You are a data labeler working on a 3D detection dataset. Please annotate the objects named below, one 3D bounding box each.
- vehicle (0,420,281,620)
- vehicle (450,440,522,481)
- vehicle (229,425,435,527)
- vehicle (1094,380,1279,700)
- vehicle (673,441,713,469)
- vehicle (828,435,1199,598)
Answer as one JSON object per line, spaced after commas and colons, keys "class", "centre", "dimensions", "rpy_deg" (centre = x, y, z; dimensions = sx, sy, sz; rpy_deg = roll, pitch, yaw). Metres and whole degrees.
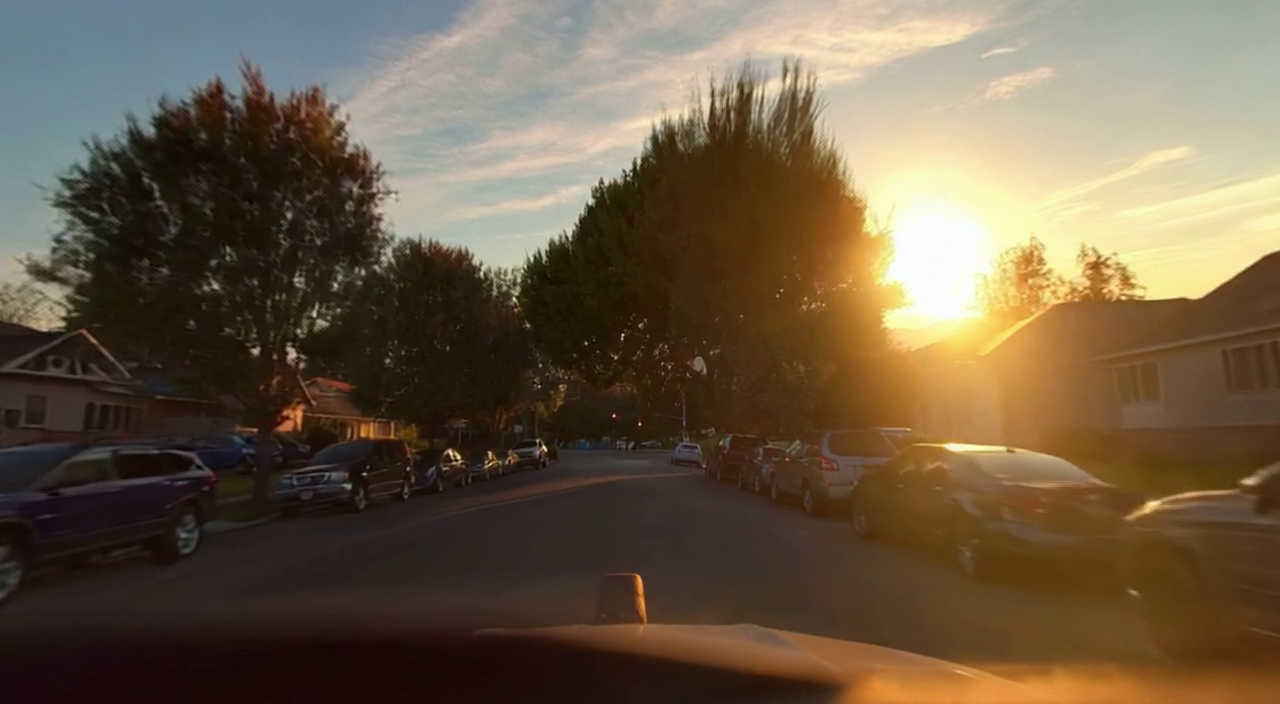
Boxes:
{"class": "vehicle", "centre": [-7.100, 1.874, 7.874], "dimensions": [2.162, 1.846, 5.426], "rpy_deg": [0, -9, -1]}
{"class": "vehicle", "centre": [-7.464, 5.310, 31.241], "dimensions": [2.042, 1.785, 5.876], "rpy_deg": [0, -9, 0]}
{"class": "vehicle", "centre": [-7.189, 2.948, 15.798], "dimensions": [2.195, 2.023, 6.055], "rpy_deg": [0, -9, -1]}
{"class": "vehicle", "centre": [4.504, 0.897, 2.570], "dimensions": [1.918, 1.740, 4.415], "rpy_deg": [0, -9, -1]}
{"class": "vehicle", "centre": [3.546, 7.029, 43.267], "dimensions": [2.101, 1.771, 4.747], "rpy_deg": [0, -9, -2]}
{"class": "vehicle", "centre": [4.172, 1.883, 8.262], "dimensions": [1.877, 1.486, 4.713], "rpy_deg": [0, -9, -1]}
